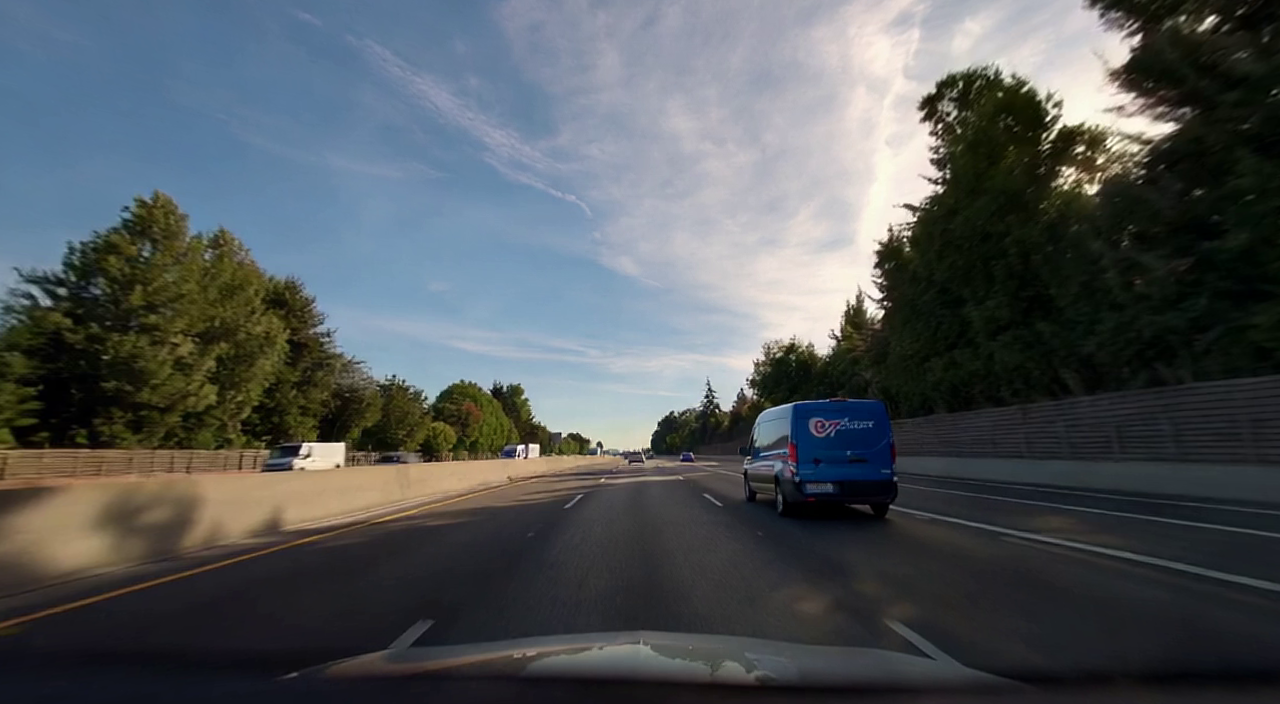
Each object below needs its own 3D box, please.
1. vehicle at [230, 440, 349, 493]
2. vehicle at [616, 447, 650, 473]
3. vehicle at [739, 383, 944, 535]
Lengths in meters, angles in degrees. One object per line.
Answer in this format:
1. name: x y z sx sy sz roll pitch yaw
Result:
1. vehicle: -16.558 5.423 30.326 2.368 2.279 5.834 0 -9 -1
2. vehicle: -0.434 7.305 42.823 2.168 1.653 4.307 0 -9 0
3. vehicle: 3.868 2.258 13.677 2.373 2.561 5.922 0 -9 -1
